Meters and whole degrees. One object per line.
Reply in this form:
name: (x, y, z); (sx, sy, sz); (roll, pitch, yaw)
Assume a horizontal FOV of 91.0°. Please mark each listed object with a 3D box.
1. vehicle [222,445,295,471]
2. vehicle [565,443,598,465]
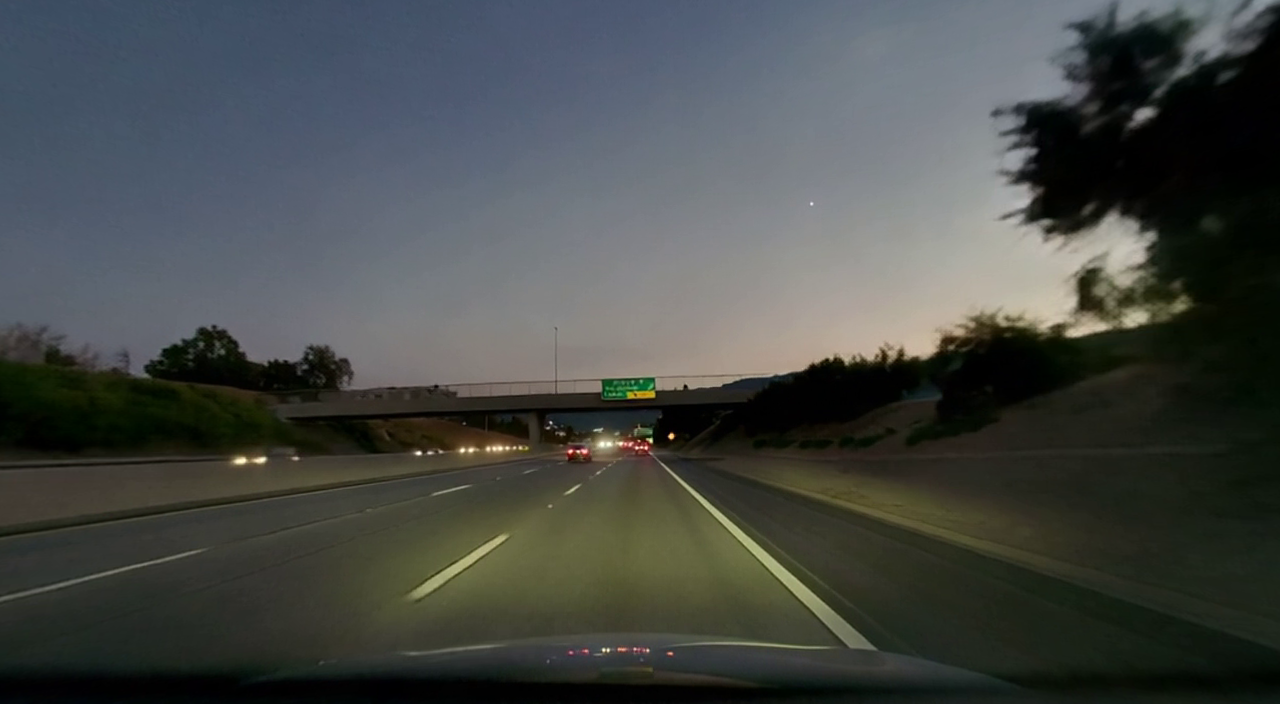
vehicle: (-28.347, 7.855, 46.995); (2.055, 1.796, 5.247); (0, -9, 1)
vehicle: (-4.245, 7.505, 46.458); (1.916, 1.545, 4.757); (0, -9, 0)
